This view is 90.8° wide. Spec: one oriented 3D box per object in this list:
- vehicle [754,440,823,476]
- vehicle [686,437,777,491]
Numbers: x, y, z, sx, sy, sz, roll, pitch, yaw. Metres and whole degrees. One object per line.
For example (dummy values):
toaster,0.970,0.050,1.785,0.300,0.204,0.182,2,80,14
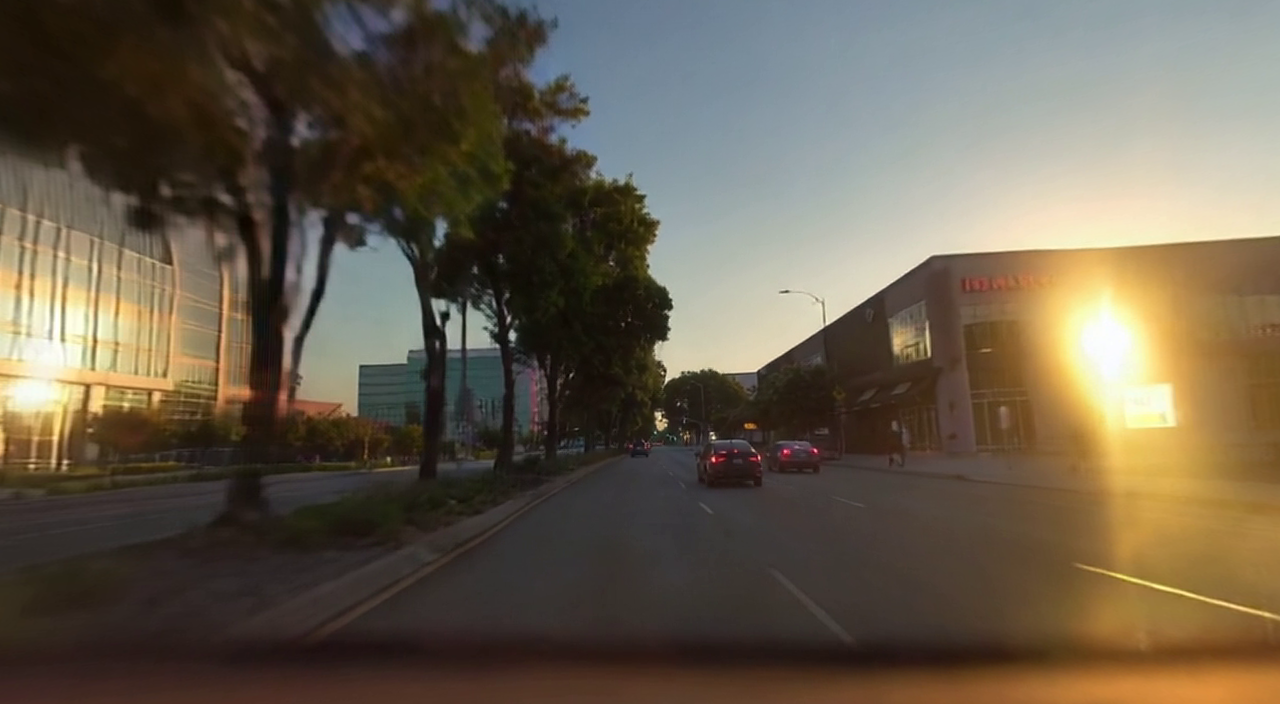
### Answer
vehicle,6.370,4.575,27.608,1.912,1.411,4.380,0,-8,0
vehicle,2.754,3.505,20.183,2.131,1.491,4.496,0,-8,-1
